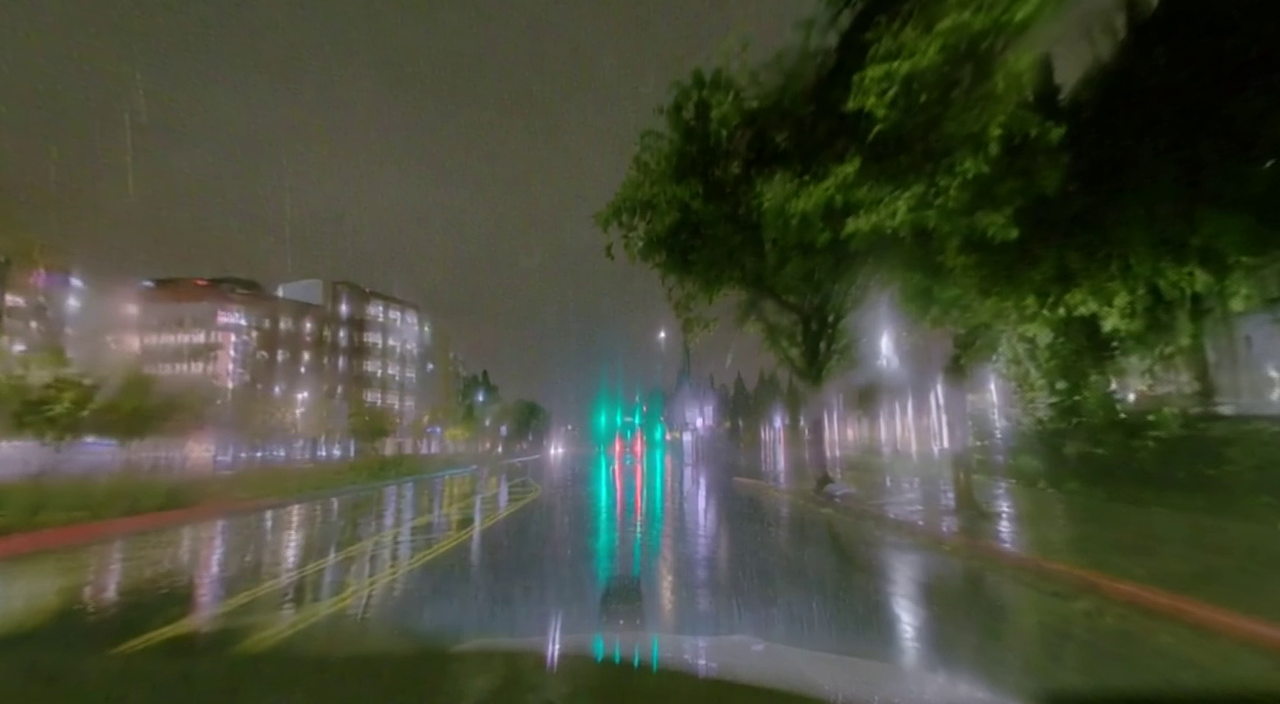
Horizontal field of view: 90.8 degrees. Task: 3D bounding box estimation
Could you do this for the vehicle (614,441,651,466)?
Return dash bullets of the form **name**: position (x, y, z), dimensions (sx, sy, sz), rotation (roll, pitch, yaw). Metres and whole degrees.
- **vehicle**: position (-0.535, 6.169, 38.638), dimensions (2.131, 1.474, 4.146), rotation (0, -8, -2)
